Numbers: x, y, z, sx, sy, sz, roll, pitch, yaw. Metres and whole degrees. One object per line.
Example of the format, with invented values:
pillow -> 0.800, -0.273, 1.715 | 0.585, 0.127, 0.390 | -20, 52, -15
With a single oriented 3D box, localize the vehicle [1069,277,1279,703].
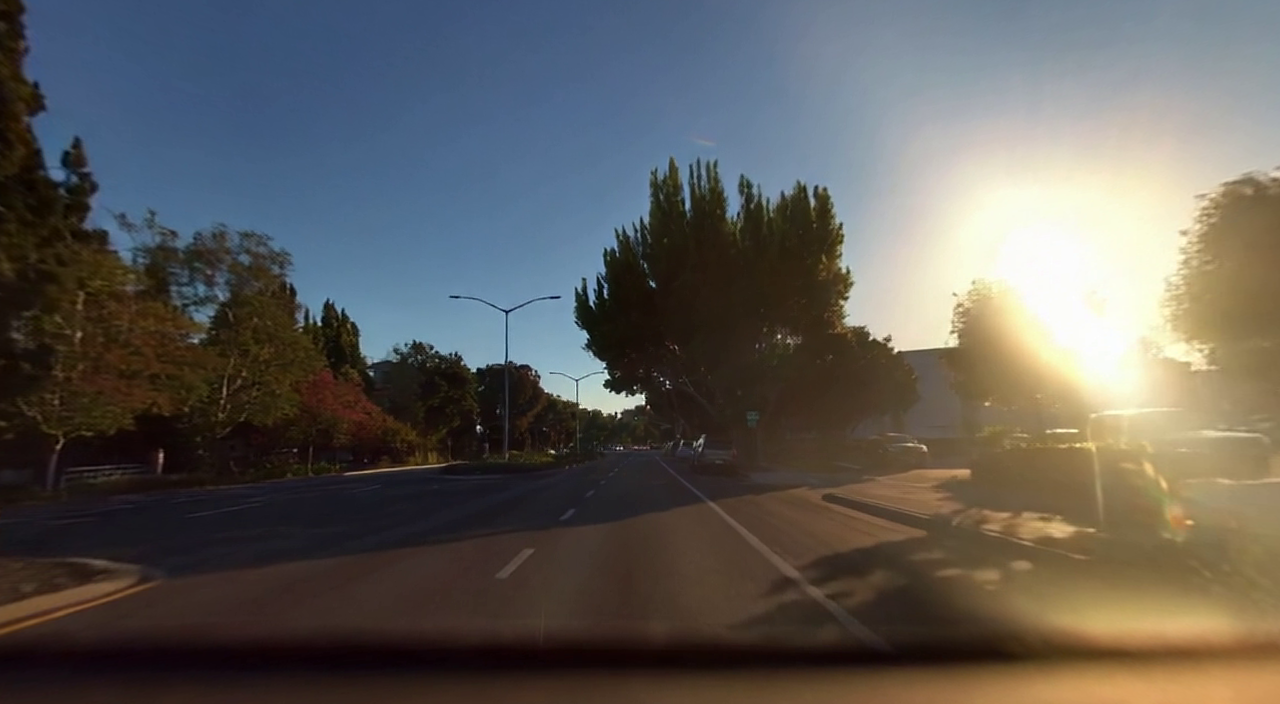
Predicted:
vehicle -> 3.739, 0.424, 0.696 | 2.493, 1.896, 5.433 | 0, -8, -3

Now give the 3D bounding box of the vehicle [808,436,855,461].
vehicle -> 14.339, 7.260, 47.502 | 2.227, 1.720, 4.959 | 1, -8, 3

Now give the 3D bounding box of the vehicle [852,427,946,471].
vehicle -> 11.410, 4.314, 28.206 | 2.220, 1.798, 4.427 | 0, -8, -1

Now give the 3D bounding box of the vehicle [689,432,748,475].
vehicle -> 3.641, 4.810, 30.044 | 2.144, 1.848, 4.159 | 0, -8, -1
